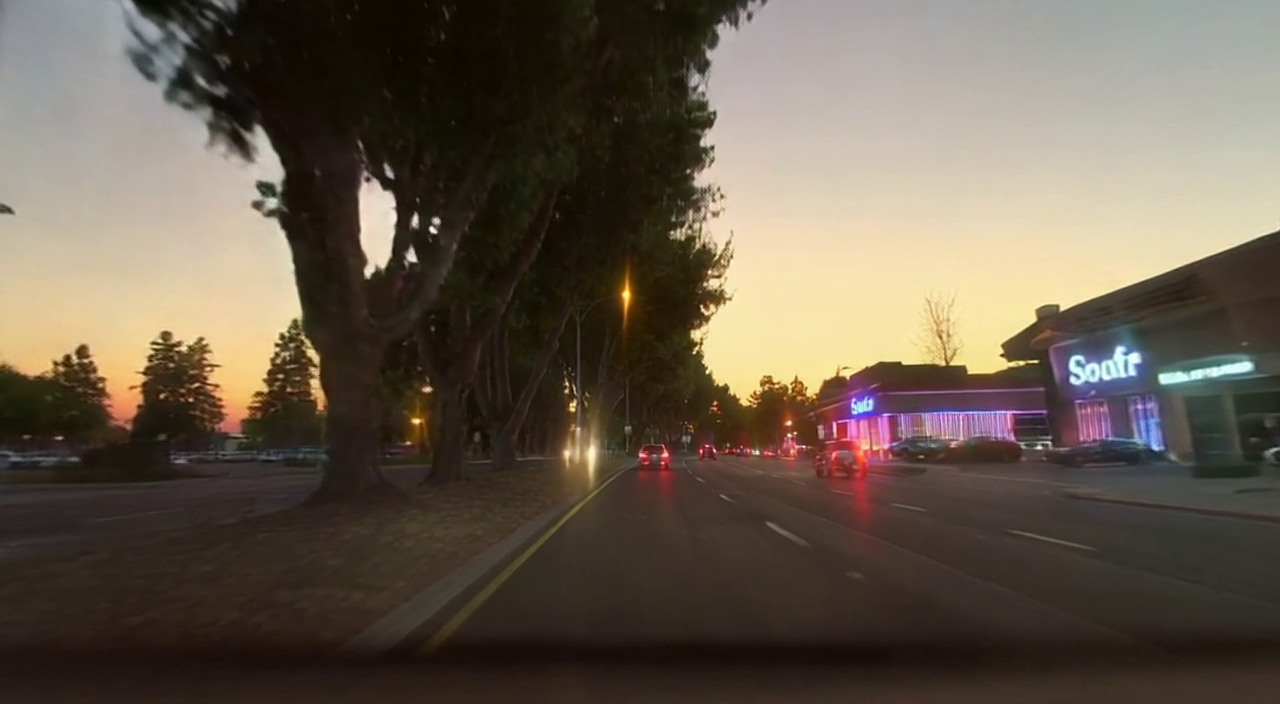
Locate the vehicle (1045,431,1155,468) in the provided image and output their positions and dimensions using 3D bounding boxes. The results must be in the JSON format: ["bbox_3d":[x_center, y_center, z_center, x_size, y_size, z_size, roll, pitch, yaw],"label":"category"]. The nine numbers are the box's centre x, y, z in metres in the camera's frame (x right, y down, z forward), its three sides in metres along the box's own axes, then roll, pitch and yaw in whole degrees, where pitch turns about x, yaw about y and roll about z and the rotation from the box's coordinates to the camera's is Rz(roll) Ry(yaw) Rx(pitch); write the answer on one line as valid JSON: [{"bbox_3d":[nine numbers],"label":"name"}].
[{"bbox_3d":[22.190,4.703,30.699,1.864,1.655,4.179,1,-8,-6],"label":"vehicle"}]

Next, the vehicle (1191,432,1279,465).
[{"bbox_3d":[29.925,4.750,31.142,1.799,1.506,3.944,0,-9,-3],"label":"vehicle"}]

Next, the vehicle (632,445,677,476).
[{"bbox_3d":[0.757,5.410,31.732,2.095,1.456,3.873,-1,-8,2],"label":"vehicle"}]

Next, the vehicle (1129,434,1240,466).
[{"bbox_3d":[27.116,4.903,31.635,1.844,1.481,3.904,1,-8,-6],"label":"vehicle"}]
